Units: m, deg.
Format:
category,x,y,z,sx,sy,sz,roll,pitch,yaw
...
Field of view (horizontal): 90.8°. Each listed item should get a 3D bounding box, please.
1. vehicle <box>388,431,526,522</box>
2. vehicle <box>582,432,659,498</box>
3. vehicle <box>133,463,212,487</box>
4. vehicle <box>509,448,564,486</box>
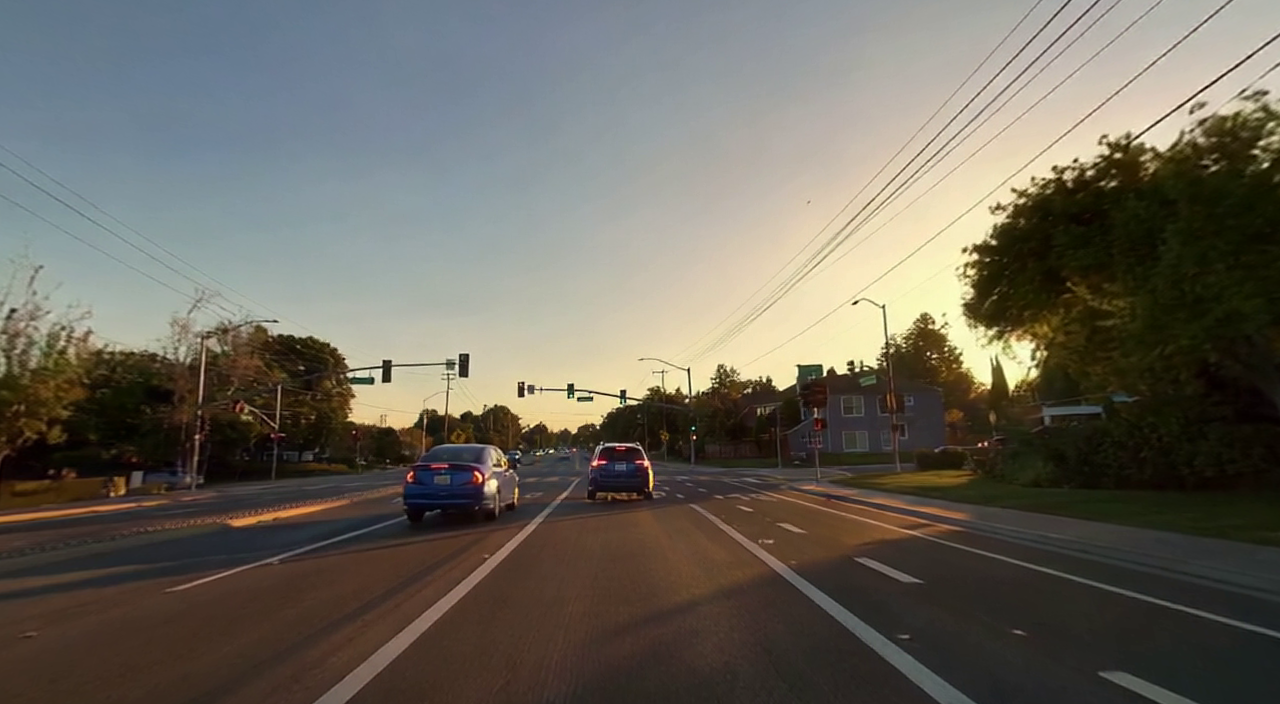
category,x,y,z,sx,sy,sz,roll,pitch,yaw
vehicle,-3.806,2.653,13.966,1.899,1.685,4.121,0,-9,-1
vehicle,-0.628,3.500,19.903,2.155,1.836,4.250,0,-9,-2
vehicle,-35.713,9.376,48.325,4.533,1.738,2.151,-1,-9,10
vehicle,-4.365,4.889,27.228,1.863,1.449,4.153,1,-9,-3
